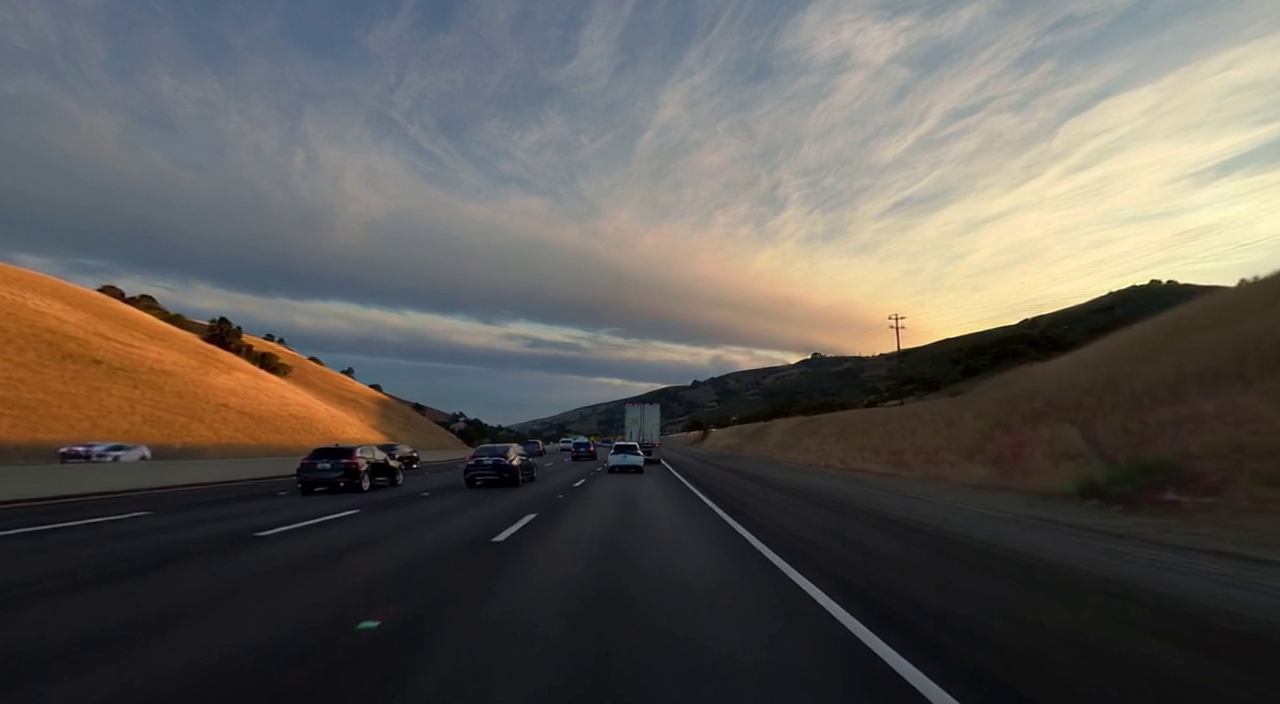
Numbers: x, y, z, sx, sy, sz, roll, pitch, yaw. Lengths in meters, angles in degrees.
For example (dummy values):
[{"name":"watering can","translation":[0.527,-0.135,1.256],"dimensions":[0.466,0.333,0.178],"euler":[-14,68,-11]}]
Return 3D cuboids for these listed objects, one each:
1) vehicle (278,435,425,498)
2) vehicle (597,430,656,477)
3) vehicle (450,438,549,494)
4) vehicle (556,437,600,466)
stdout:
[{"name":"vehicle","translation":[-7.789,3.126,17.551],"dimensions":[2.029,1.507,4.204],"euler":[1,-9,1]},{"name":"vehicle","translation":[-0.520,4.302,26.829],"dimensions":[2.281,1.795,4.297],"euler":[1,-9,0]},{"name":"vehicle","translation":[-4.123,3.422,19.316],"dimensions":[1.943,1.468,4.547],"euler":[1,-9,0]},{"name":"vehicle","translation":[-3.765,6.171,39.077],"dimensions":[2.155,1.661,4.477],"euler":[0,-9,1]}]
